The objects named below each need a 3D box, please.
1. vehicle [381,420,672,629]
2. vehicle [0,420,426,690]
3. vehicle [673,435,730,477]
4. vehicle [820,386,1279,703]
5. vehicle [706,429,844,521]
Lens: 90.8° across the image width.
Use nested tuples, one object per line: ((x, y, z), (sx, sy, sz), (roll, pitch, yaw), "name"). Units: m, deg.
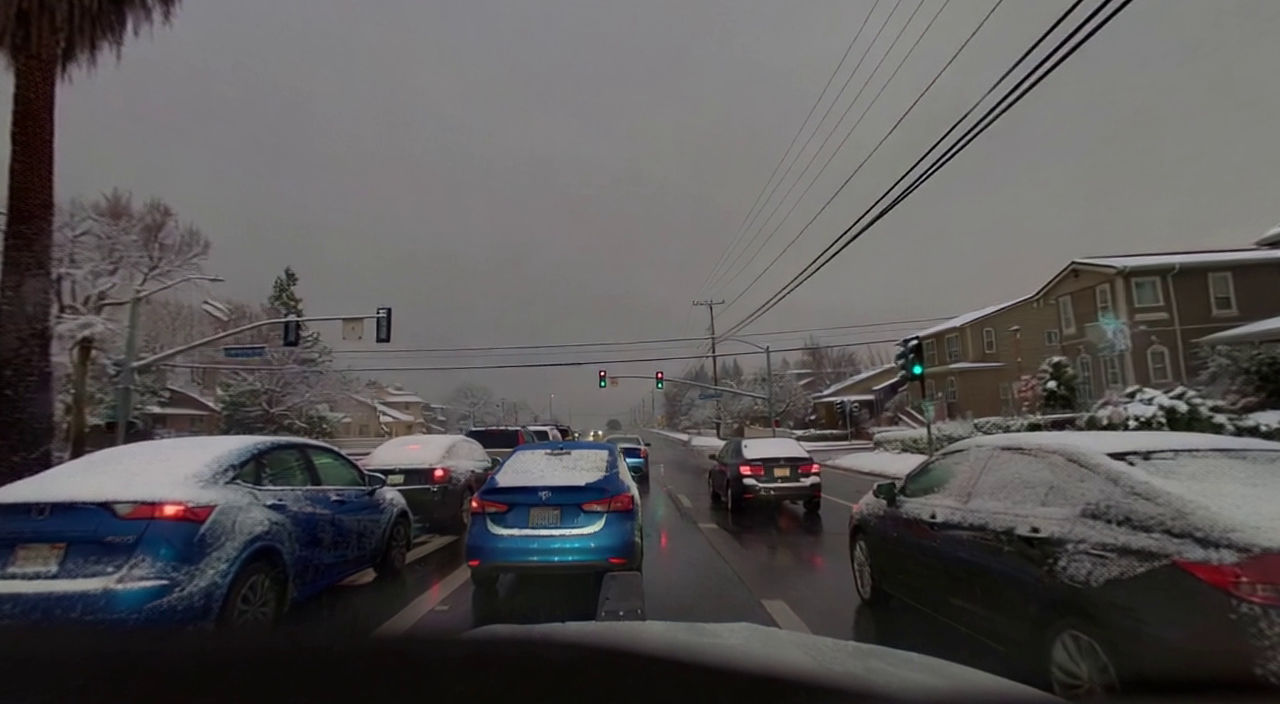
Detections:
((-0.866, 1.547, 6.588), (2.104, 1.500, 3.815), (0, -9, -1), "vehicle")
((-3.662, 1.459, 5.779), (2.058, 1.474, 4.473), (0, -9, -3), "vehicle")
((2.688, 4.687, 28.647), (2.063, 1.750, 4.410), (0, -9, -1), "vehicle")
((2.773, 1.140, 3.847), (2.014, 1.464, 4.312), (0, -9, -1), "vehicle")
((2.634, 2.512, 13.435), (1.956, 1.615, 4.205), (0, -9, -1), "vehicle")
